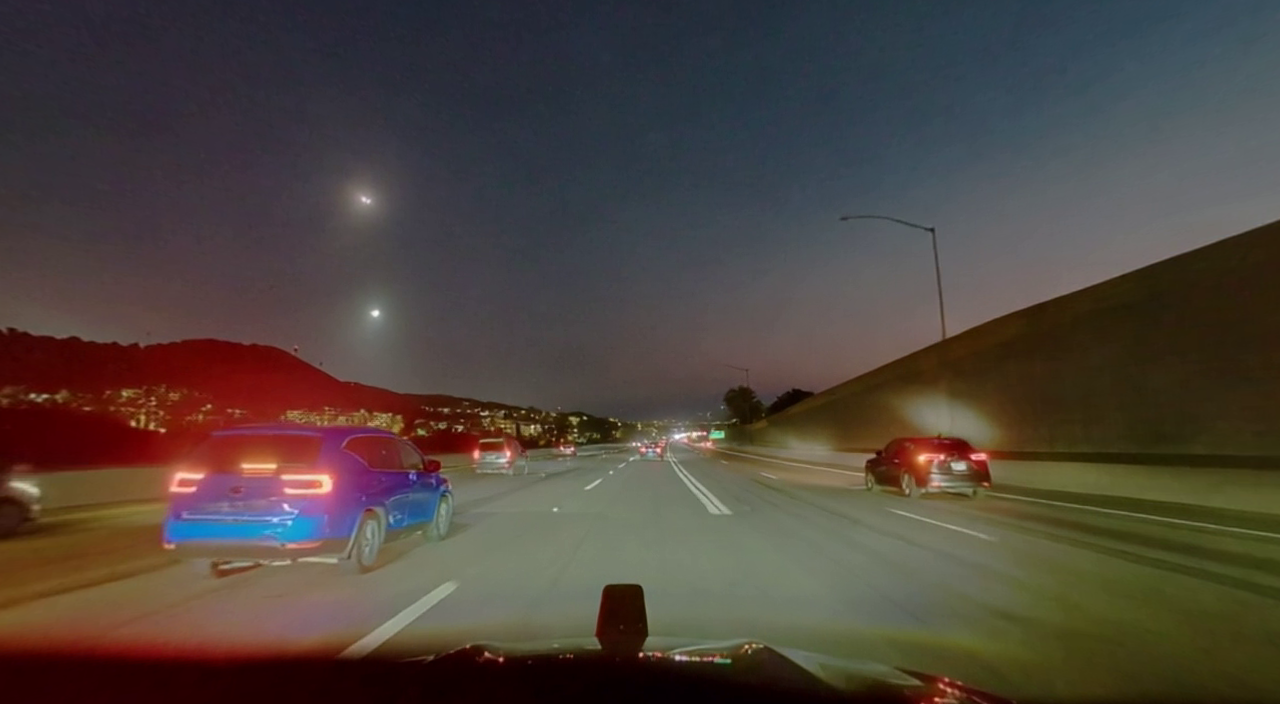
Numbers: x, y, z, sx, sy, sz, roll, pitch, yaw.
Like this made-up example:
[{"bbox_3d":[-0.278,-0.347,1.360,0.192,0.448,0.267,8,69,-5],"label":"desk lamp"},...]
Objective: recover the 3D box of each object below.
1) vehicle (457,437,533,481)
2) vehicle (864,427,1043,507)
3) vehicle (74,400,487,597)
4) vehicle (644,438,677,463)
[{"bbox_3d":[-6.264,4.679,27.846,2.076,1.730,4.537,-1,-8,3],"label":"vehicle"},{"bbox_3d":[7.387,2.753,15.528,2.122,1.646,4.491,0,-8,1],"label":"vehicle"},{"bbox_3d":[-3.839,1.677,8.231,2.210,1.730,5.133,-1,-8,2],"label":"vehicle"},{"bbox_3d":[1.654,7.688,49.210,2.172,1.824,5.031,-1,-8,6],"label":"vehicle"}]
